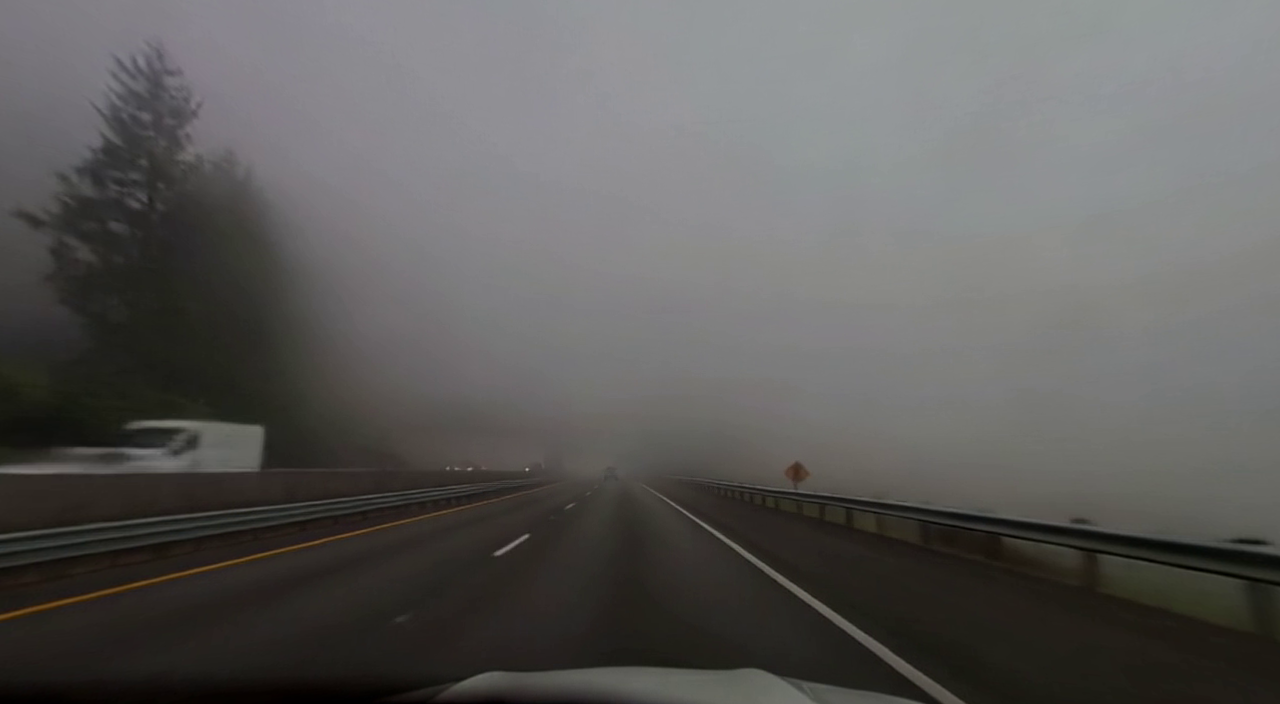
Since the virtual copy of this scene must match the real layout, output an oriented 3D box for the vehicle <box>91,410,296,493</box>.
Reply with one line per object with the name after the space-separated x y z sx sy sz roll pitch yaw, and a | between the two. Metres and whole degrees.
-17.104 4.050 25.015 2.746 2.733 7.386 1 -11 -1 | vehicle
